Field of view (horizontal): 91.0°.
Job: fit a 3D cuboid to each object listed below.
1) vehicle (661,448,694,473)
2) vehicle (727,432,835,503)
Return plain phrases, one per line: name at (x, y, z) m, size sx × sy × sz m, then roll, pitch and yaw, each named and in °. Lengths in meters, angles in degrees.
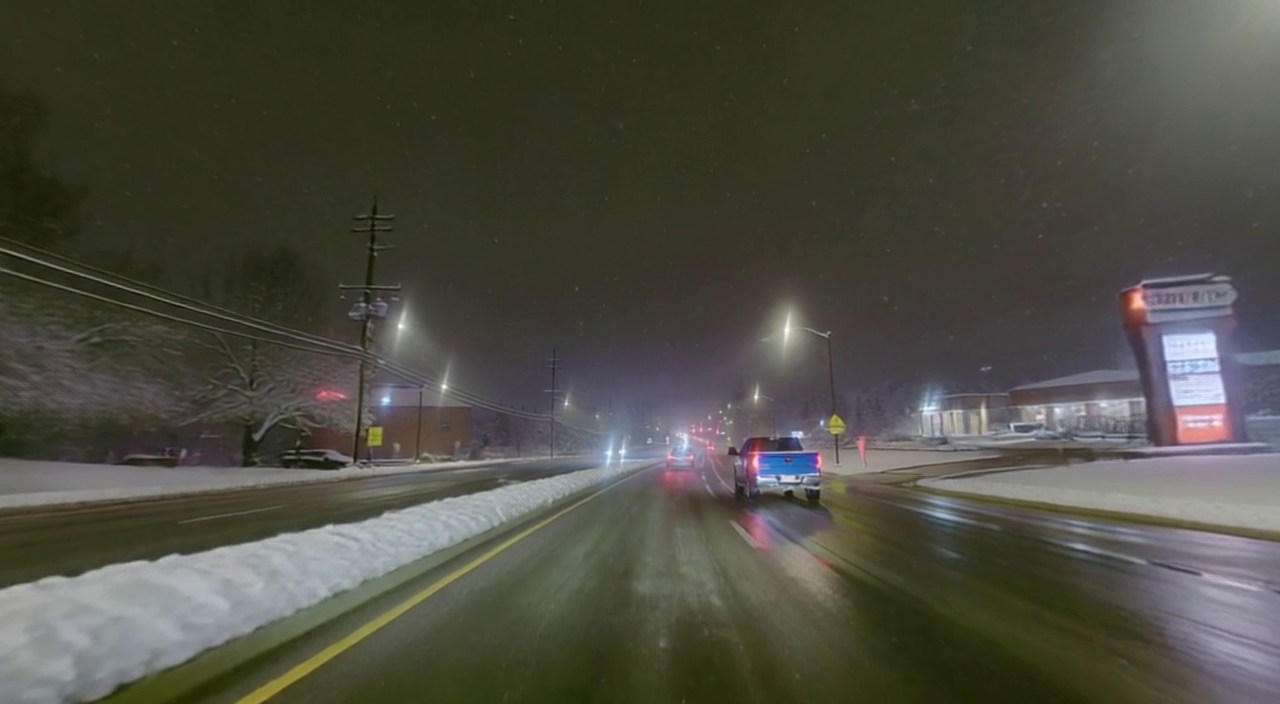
vehicle at (2.448, 6.924, 40.504) m, size 1.968 × 1.521 × 4.262 m, roll 0°, pitch -9°, yaw 5°
vehicle at (4.271, 3.616, 20.211) m, size 2.367 × 1.919 × 5.651 m, roll 0°, pitch -9°, yaw 2°
